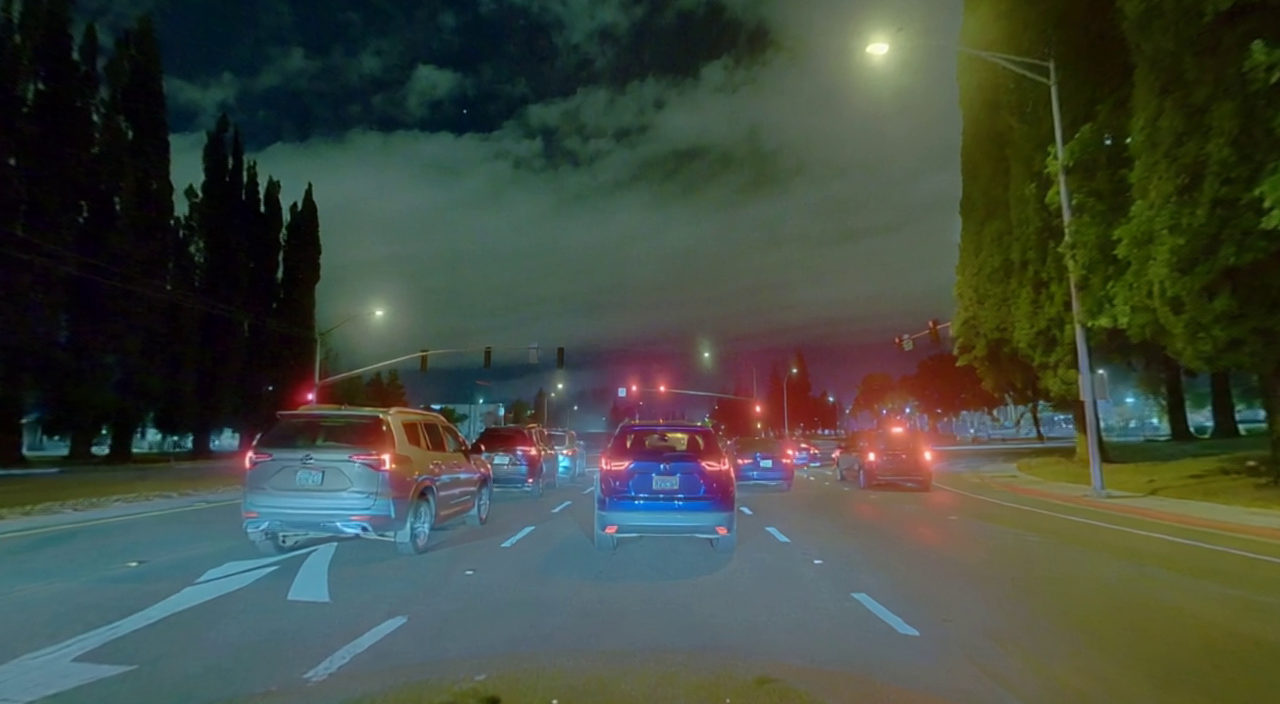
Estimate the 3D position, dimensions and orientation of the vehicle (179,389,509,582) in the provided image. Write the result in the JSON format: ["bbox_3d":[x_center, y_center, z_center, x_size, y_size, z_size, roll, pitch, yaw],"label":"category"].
[{"bbox_3d":[-3.257,1.579,8.191,2.085,1.812,4.388,0,-8,1],"label":"vehicle"}]

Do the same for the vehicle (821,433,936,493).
[{"bbox_3d":[6.998,3.291,19.011,2.067,1.599,4.251,-1,-8,4],"label":"vehicle"}]

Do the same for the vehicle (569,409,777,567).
[{"bbox_3d":[0.371,1.746,8.791,2.189,1.649,4.171,0,-8,1],"label":"vehicle"}]
